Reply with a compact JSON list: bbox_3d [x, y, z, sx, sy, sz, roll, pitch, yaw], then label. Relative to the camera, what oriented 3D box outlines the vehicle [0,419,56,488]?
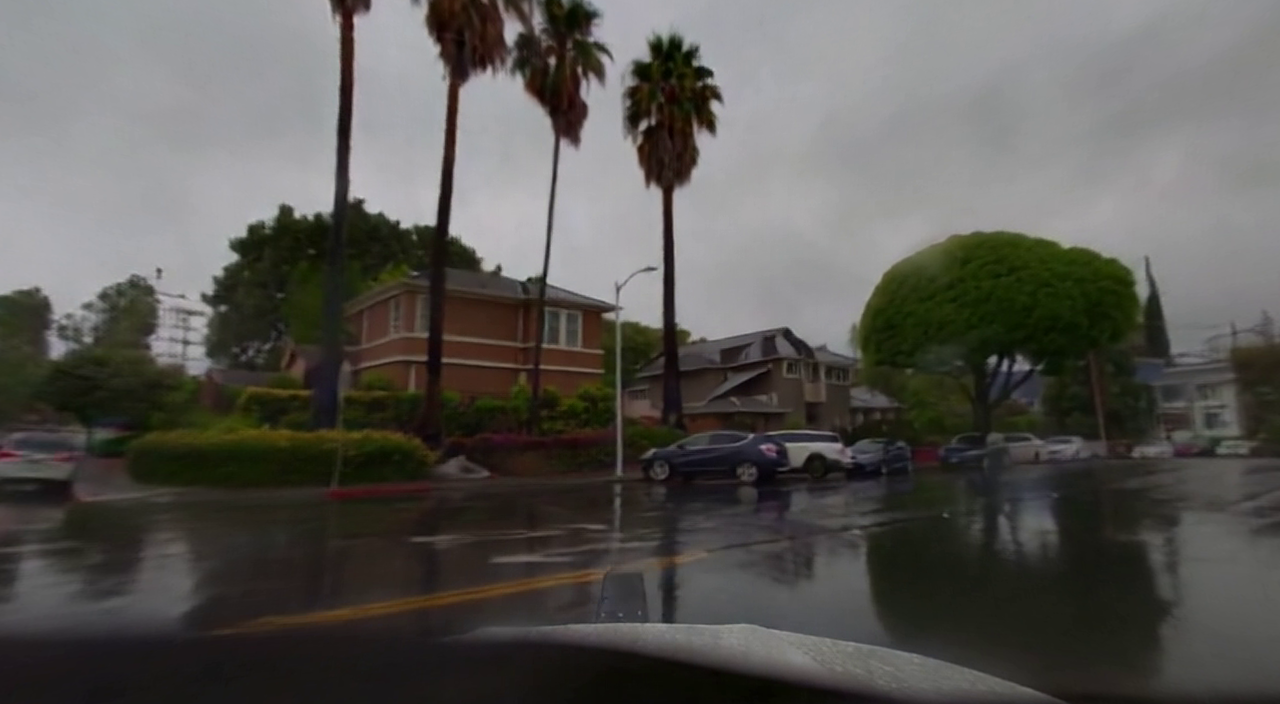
[{"bbox_3d":[-20.725,3.281,20.510,2.154,2.035,4.261,7,-11,-38],"label":"vehicle"}]

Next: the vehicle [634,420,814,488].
[{"bbox_3d":[2.401,2.995,18.722,4.866,1.752,1.998,-6,-11,34],"label":"vehicle"}]
